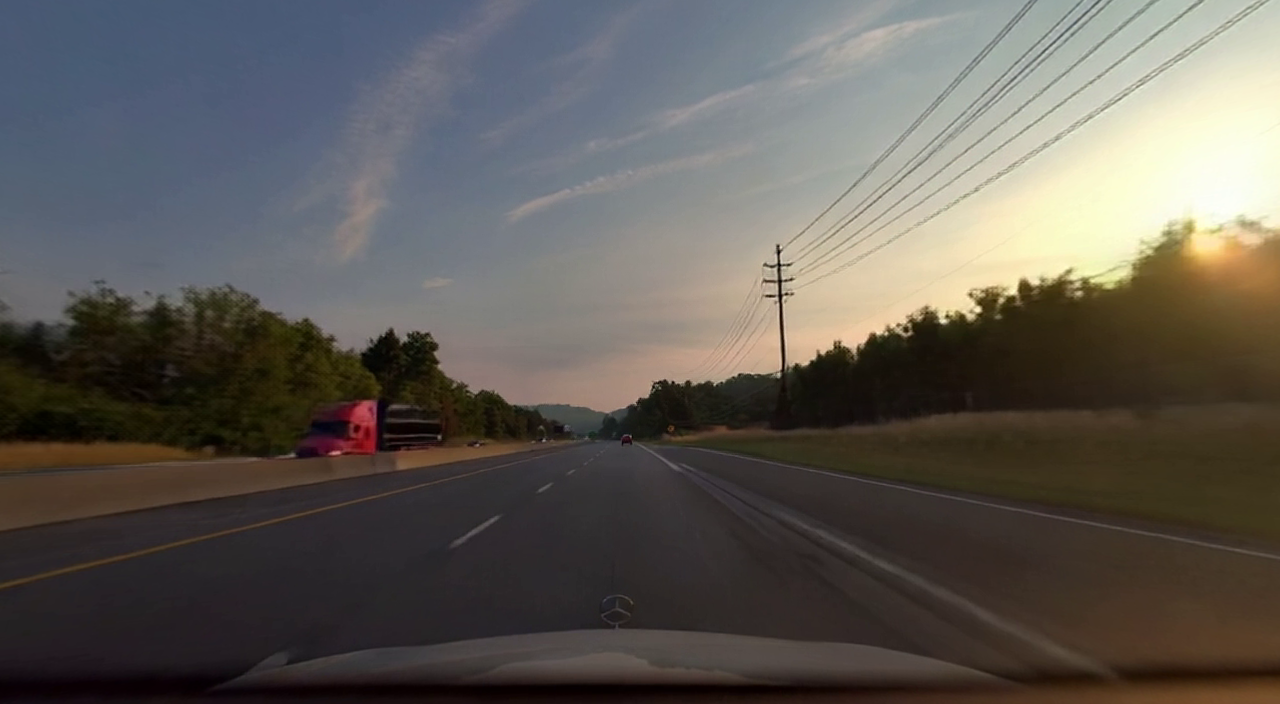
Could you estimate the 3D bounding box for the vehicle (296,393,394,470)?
[{"bbox_3d":[-17.734,4.887,38.450,2.924,4.272,6.223,0,-8,-1],"label":"vehicle"}]
